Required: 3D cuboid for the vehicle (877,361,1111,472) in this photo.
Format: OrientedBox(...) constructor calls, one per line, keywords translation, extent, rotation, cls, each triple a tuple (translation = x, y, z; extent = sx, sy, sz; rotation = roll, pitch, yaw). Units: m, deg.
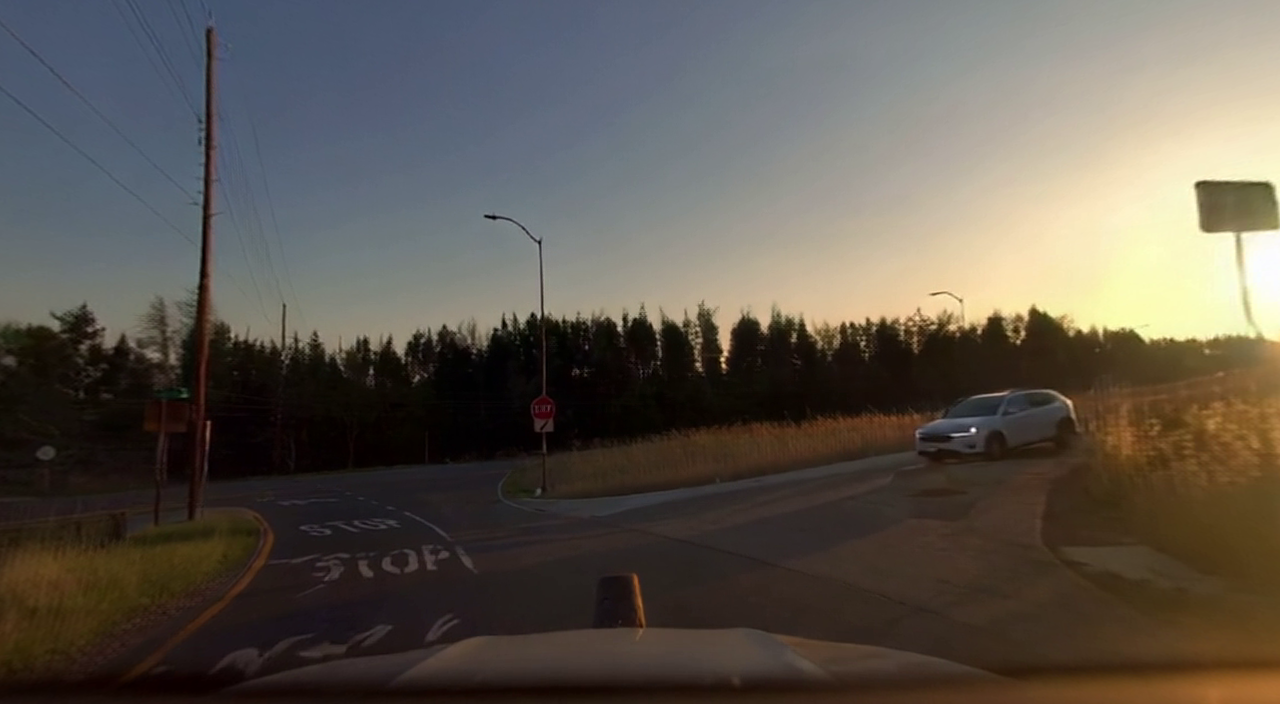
OrientedBox(translation=(7.888, 1.414, 14.047), extent=(4.403, 1.574, 1.914), rotation=(-9, -5, -20), cls="vehicle")
